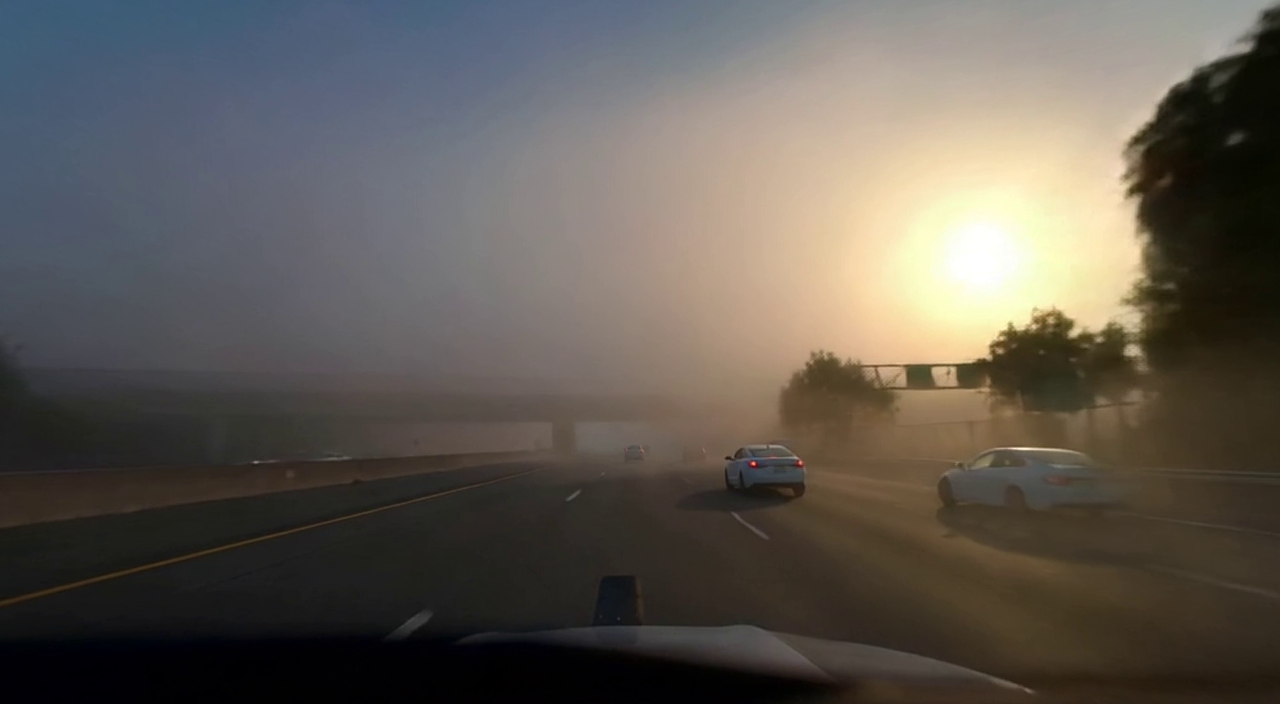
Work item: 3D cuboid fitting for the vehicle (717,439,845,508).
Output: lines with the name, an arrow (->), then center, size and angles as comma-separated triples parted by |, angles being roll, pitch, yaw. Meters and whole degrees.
vehicle -> 3.341, 2.986, 15.995 | 2.076, 1.472, 4.562 | 0, -9, -1

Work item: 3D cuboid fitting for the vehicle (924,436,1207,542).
vehicle -> 7.213, 2.338, 11.471 | 1.946, 1.497, 4.467 | 0, -9, -1
